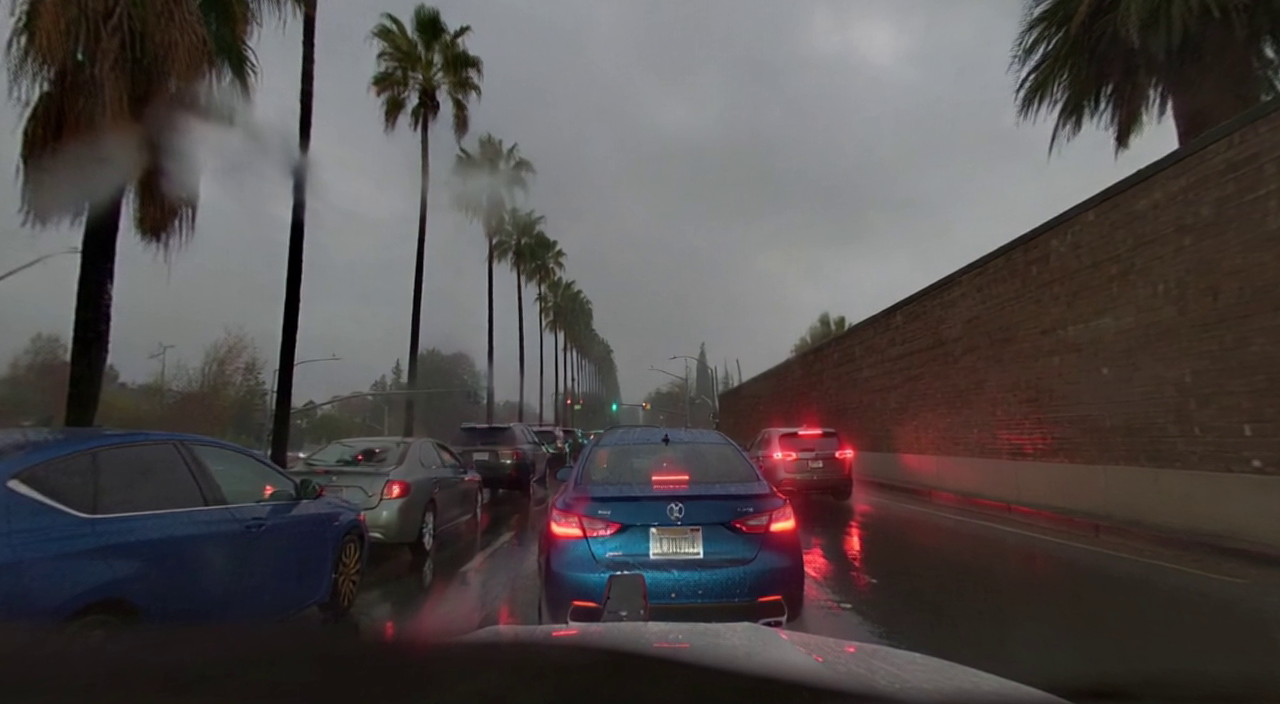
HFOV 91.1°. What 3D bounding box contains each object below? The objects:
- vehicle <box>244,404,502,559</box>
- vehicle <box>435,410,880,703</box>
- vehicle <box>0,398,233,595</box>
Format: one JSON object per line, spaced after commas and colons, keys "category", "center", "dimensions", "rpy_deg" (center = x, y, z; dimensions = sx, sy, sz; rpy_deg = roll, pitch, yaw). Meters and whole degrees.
{"category": "vehicle", "center": [-3.507, 1.786, 9.305], "dimensions": [2.055, 1.746, 4.136], "rpy_deg": [0, -8, -1]}
{"category": "vehicle", "center": [0.048, 1.342, 5.213], "dimensions": [2.128, 1.473, 4.272], "rpy_deg": [0, -8, -1]}
{"category": "vehicle", "center": [-6.662, 1.407, 6.405], "dimensions": [1.963, 1.721, 4.662], "rpy_deg": [0, -8, -2]}
